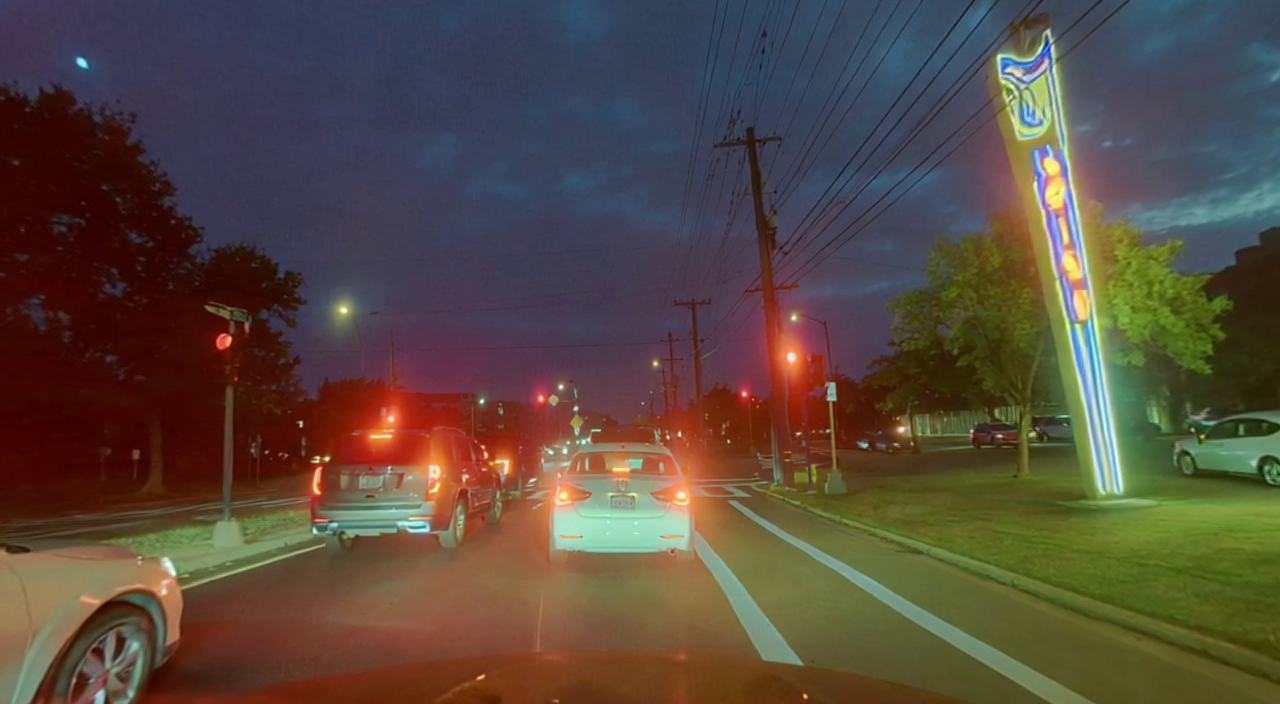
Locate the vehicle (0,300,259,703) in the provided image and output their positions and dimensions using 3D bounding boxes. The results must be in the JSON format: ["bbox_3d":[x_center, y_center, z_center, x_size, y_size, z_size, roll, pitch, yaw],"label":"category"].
[{"bbox_3d":[-3.583,0.633,1.518,2.085,1.943,5.053,0,-8,1],"label":"vehicle"}]

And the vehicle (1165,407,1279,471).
[{"bbox_3d":[17.026,2.541,18.265,1.858,1.622,4.491,-5,-10,28],"label":"vehicle"}]

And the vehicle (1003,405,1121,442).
[{"bbox_3d":[26.920,4.615,40.503,5.782,2.286,2.223,-1,-9,5],"label":"vehicle"}]

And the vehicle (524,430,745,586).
[{"bbox_3d":[-0.104,1.802,8.137,2.121,1.474,3.968,0,-8,-2],"label":"vehicle"}]

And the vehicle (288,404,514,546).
[{"bbox_3d":[-3.844,2.088,11.366,2.147,1.963,4.927,0,-8,0],"label":"vehicle"}]
